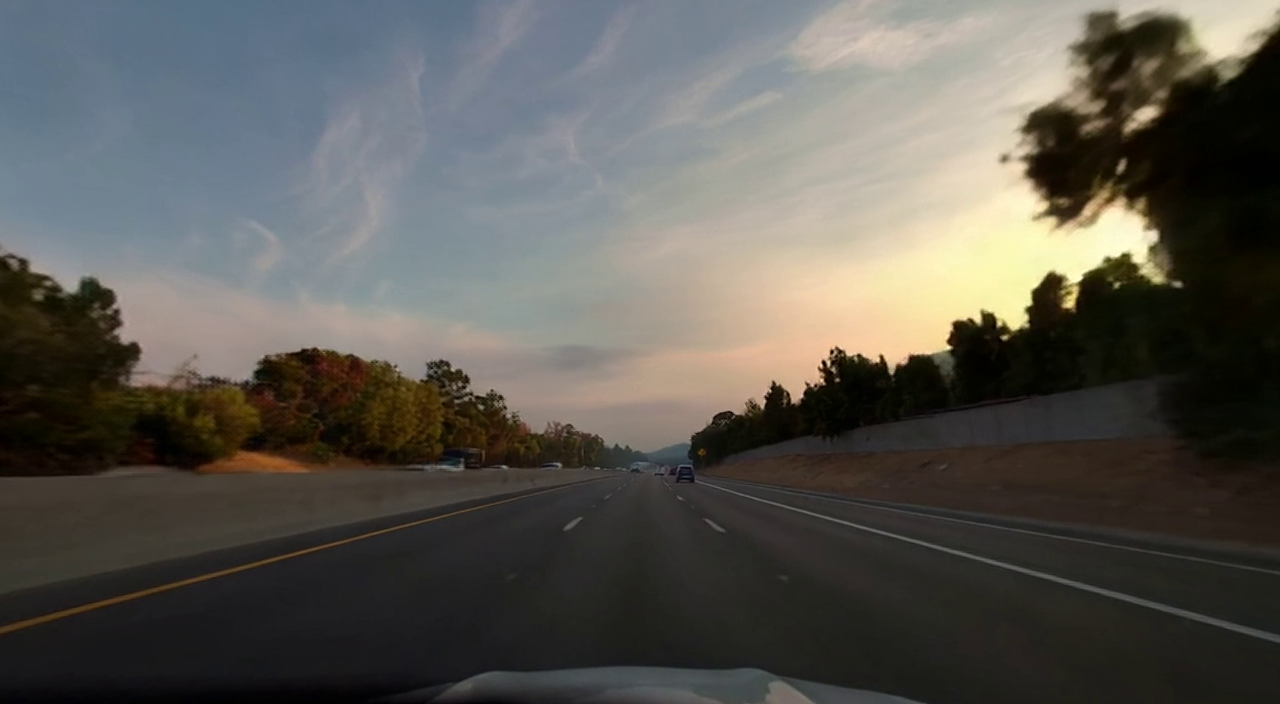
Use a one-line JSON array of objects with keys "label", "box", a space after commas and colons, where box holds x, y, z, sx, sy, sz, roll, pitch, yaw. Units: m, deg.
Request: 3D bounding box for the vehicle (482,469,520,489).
[{"label": "vehicle", "box": [-10.497, 9.630, 47.907, 1.902, 1.395, 4.007, 1, -10, 1]}]

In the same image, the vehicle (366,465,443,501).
[{"label": "vehicle", "box": [-10.782, 6.003, 29.184, 1.883, 1.471, 4.227, 1, -10, 1]}]

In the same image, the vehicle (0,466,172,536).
[{"label": "vehicle", "box": [-14.667, 3.699, 16.115, 1.883, 1.482, 4.475, 1, -10, 0]}]
